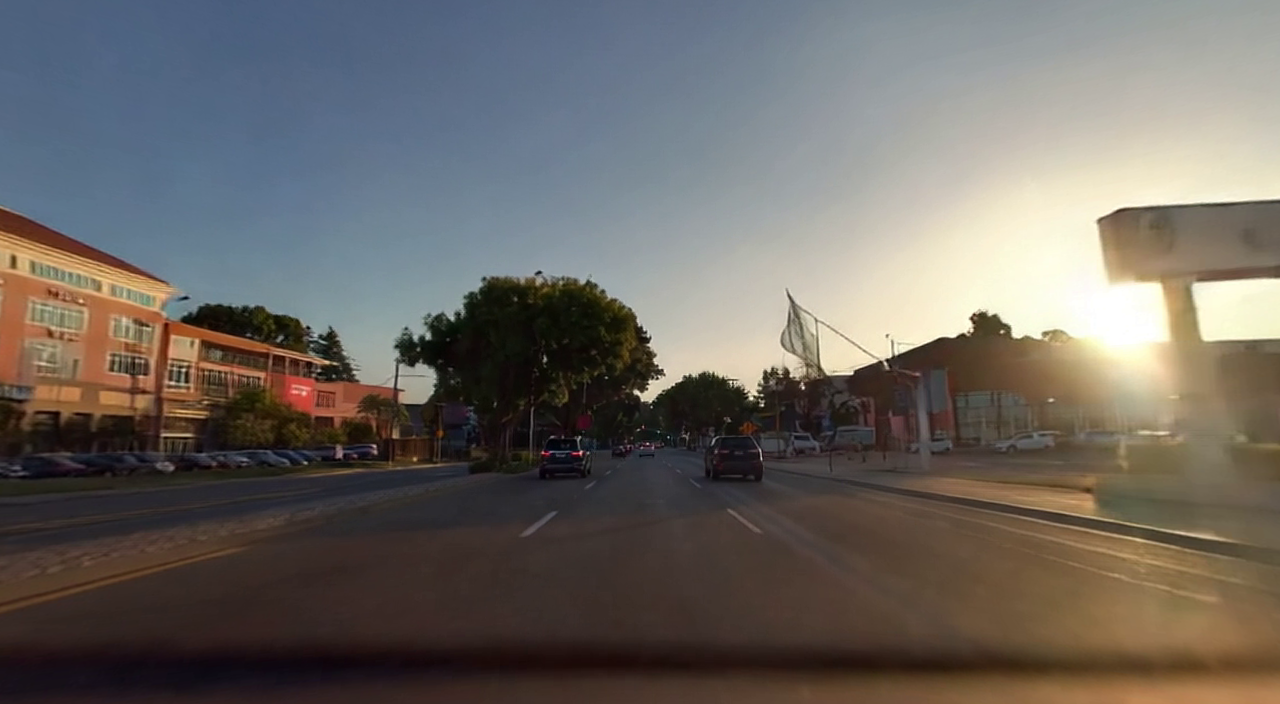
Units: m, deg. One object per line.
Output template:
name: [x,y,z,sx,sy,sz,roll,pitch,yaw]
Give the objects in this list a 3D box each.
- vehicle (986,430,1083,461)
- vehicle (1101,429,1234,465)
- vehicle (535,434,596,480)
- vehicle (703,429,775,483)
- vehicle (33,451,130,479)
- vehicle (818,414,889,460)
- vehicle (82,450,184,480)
vehicle: [29.541,6.995,47.116,5.686,2.220,2.112,0,-8,4]
vehicle: [27.189,4.927,32.502,4.699,1.608,2.379,-2,-9,-2]
vehicle: [-3.111,4.470,27.028,2.014,1.775,4.404,0,-8,1]
vehicle: [3.773,4.037,24.677,2.024,1.921,4.431,0,-8,-1]
vehicle: [-36.704,7.394,41.440,2.124,1.713,4.465,0,-8,2]
vehicle: [16.522,6.785,49.155,2.919,3.125,7.218,2,-10,-1]
vehicle: [-33.331,7.383,41.491,2.099,1.792,5.422,0,-8,1]
